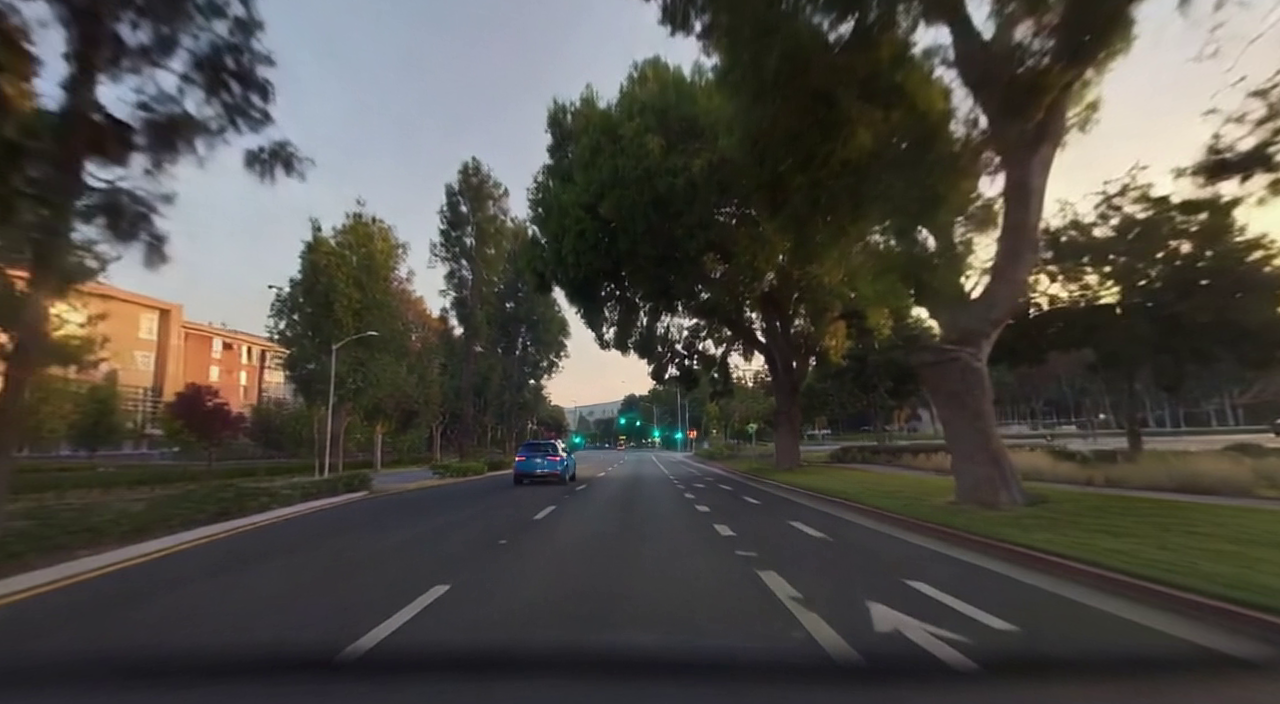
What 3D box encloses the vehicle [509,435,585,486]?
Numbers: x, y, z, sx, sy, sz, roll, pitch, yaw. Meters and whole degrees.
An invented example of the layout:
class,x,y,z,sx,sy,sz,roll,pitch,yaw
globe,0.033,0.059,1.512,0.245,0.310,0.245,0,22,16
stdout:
class,x,y,z,sx,sy,sz,roll,pitch,yaw
vehicle,-3.359,4.016,23.677,2.121,1.724,4.392,0,-9,1
